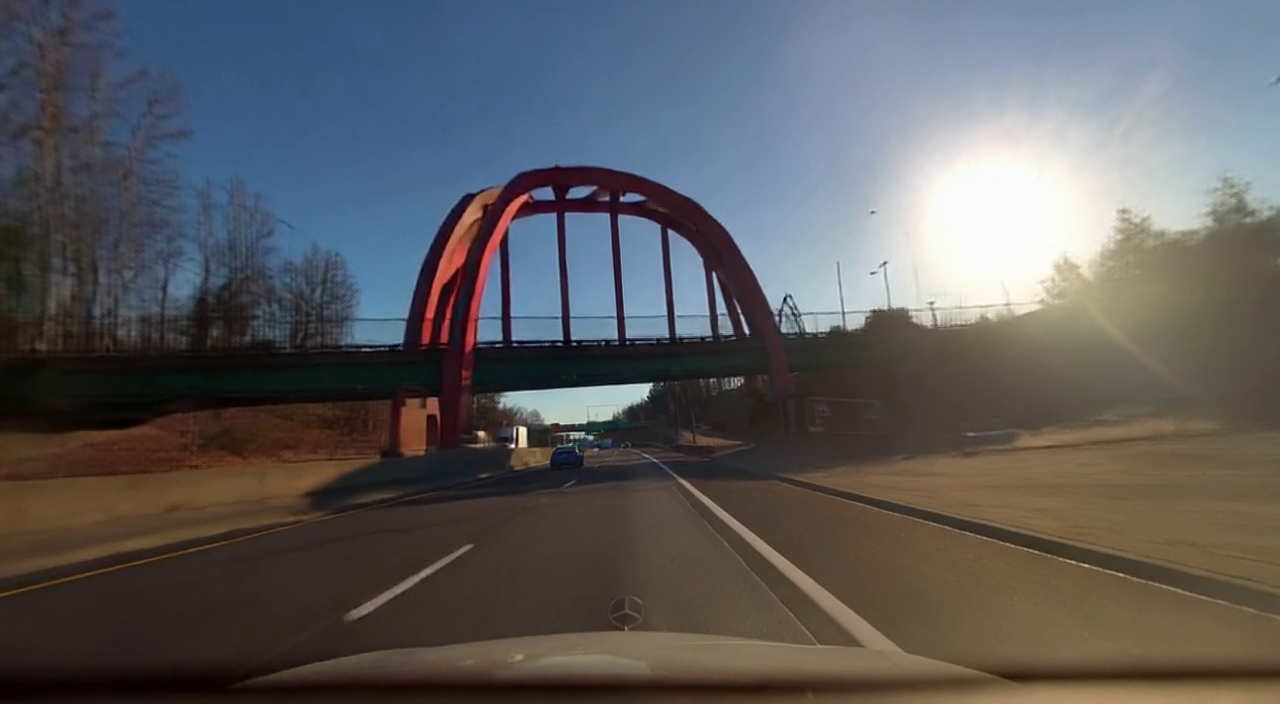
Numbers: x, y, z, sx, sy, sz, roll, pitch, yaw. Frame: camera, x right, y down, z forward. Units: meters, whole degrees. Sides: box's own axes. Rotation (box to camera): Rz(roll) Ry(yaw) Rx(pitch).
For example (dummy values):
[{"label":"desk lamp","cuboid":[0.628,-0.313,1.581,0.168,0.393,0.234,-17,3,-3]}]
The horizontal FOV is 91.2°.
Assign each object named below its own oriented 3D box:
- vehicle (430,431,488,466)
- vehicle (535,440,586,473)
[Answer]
[{"label":"vehicle","cuboid":[-12.624,6.760,44.160,2.373,2.306,5.492,0,-8,1]},{"label":"vehicle","cuboid":[-4.025,5.385,32.607,2.052,1.556,4.405,0,-8,0]}]
